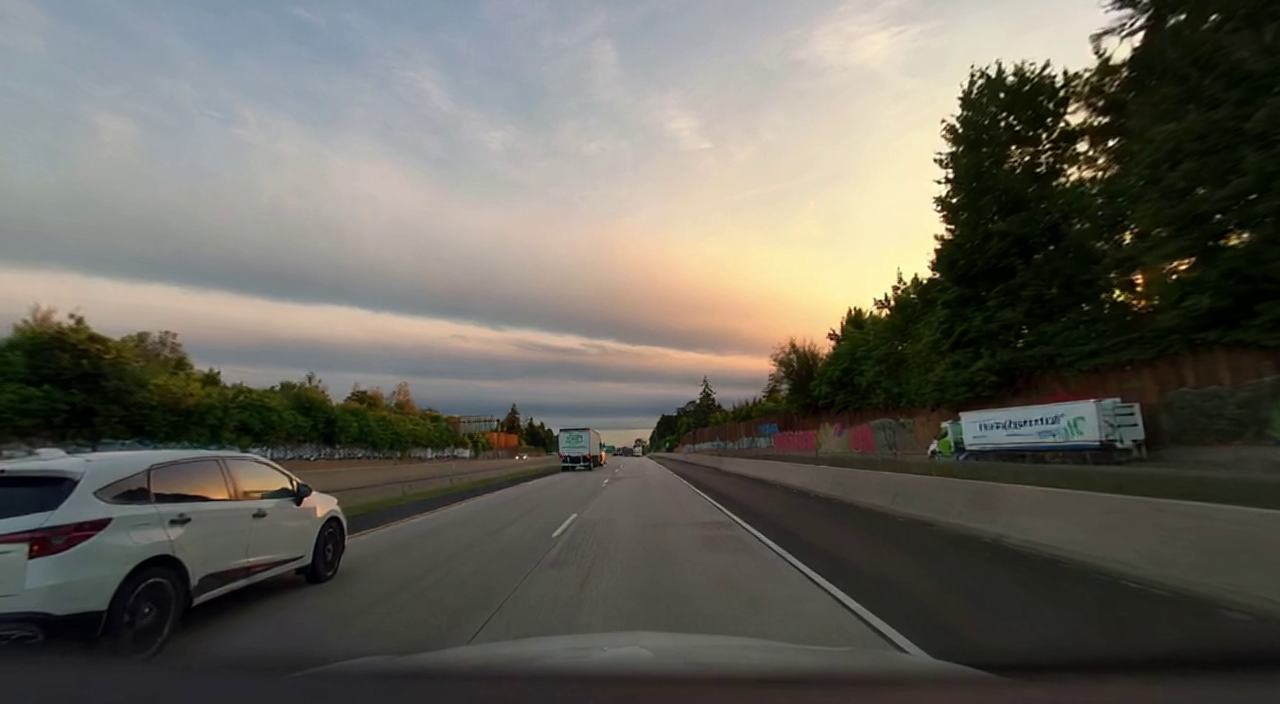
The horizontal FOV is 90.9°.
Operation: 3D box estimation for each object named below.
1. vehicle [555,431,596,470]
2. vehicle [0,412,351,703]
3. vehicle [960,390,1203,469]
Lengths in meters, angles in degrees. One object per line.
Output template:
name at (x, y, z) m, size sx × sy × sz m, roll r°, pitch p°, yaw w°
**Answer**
vehicle at (-4.393, 6.881, 43.997) m, size 2.305 × 2.517 × 5.486 m, roll 0°, pitch -9°, yaw 0°
vehicle at (-4.238, 1.296, 4.725) m, size 2.024 × 1.476 × 4.466 m, roll 0°, pitch -9°, yaw 0°
vehicle at (26.227, 5.002, 39.074) m, size 2.782 × 4.082 × 12.925 m, roll 3°, pitch -9°, yaw -19°
